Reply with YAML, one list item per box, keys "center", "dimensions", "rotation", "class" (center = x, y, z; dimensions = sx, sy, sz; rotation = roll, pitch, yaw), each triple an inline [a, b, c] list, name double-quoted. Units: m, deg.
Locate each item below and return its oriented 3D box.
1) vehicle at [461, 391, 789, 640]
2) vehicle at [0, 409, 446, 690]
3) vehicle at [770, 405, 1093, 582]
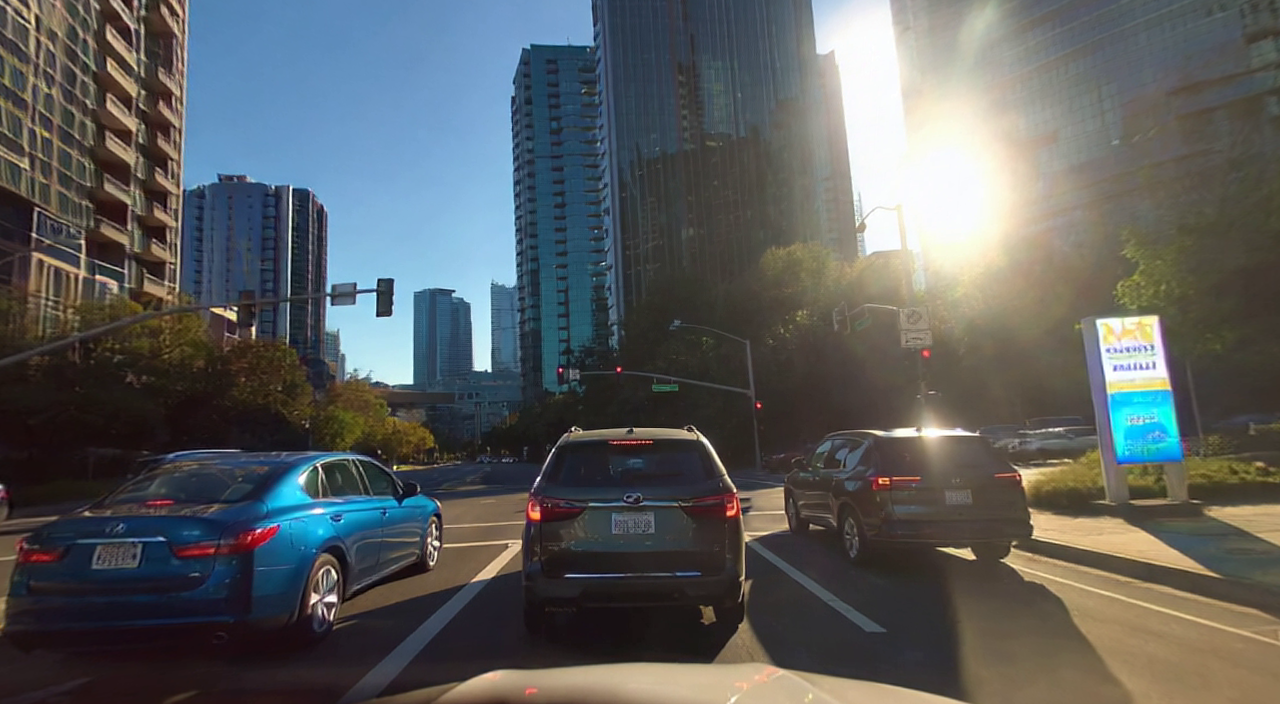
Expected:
- center: [-0.114, 1.415, 6.444]
  dimensions: [2.195, 1.662, 4.262]
  rotation: [0, -8, 0]
  class: "vehicle"
- center: [-3.548, 1.426, 5.832]
  dimensions: [1.906, 1.524, 4.547]
  rotation: [0, -8, 2]
  class: "vehicle"
- center: [3.219, 1.669, 8.260]
  dimensions: [2.004, 1.646, 4.554]
  rotation: [0, -8, 0]
  class: "vehicle"
